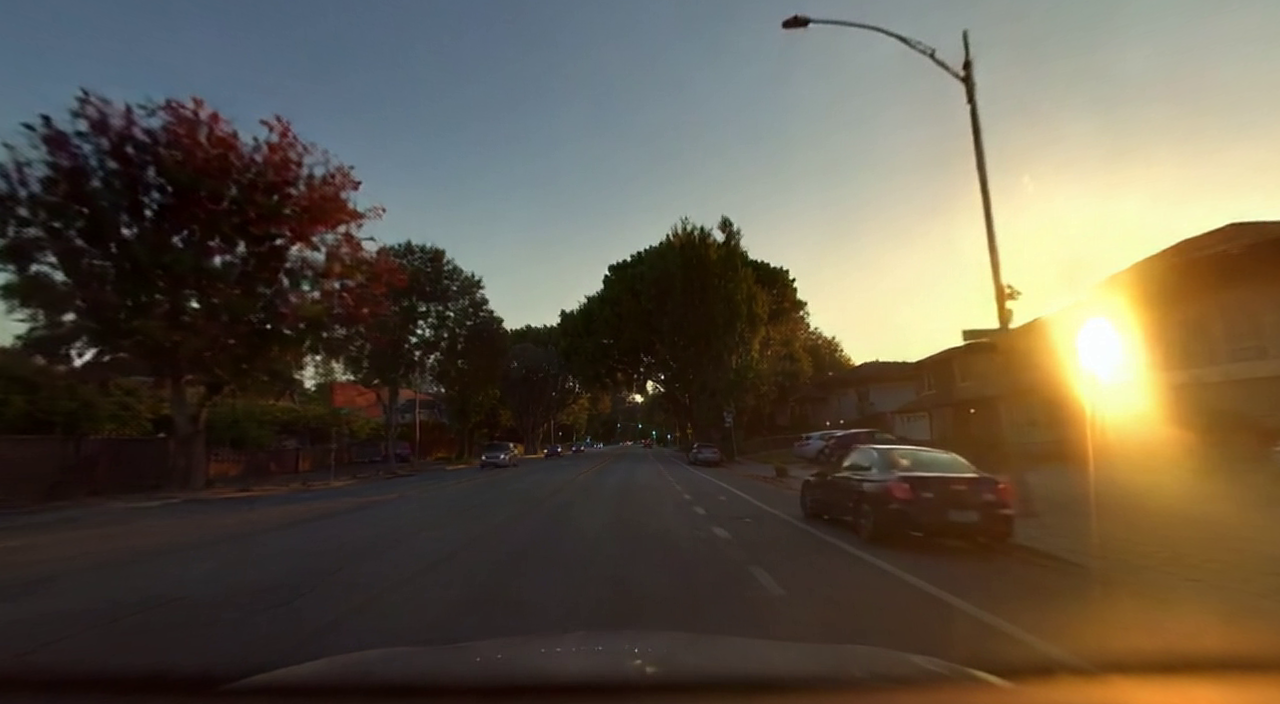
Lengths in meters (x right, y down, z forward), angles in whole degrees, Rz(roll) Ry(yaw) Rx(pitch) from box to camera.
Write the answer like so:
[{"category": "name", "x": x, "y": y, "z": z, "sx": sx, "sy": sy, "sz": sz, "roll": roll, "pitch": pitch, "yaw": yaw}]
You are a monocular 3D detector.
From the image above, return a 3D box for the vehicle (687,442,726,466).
[{"category": "vehicle", "x": 4.240, "y": 6.596, "z": 41.177, "sx": 2.011, "sy": 1.458, "sz": 4.633, "roll": 0, "pitch": -8, "yaw": -1}]

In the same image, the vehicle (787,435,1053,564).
[{"category": "vehicle", "x": 3.853, "y": 2.082, "z": 9.804, "sx": 1.991, "sy": 1.500, "sz": 4.562, "roll": 0, "pitch": -8, "yaw": 0}]

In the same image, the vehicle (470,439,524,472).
[{"category": "vehicle", "x": -8.635, "y": 6.244, "z": 38.479, "sx": 2.146, "sy": 1.869, "sz": 4.654, "roll": 0, "pitch": -8, "yaw": 1}]
